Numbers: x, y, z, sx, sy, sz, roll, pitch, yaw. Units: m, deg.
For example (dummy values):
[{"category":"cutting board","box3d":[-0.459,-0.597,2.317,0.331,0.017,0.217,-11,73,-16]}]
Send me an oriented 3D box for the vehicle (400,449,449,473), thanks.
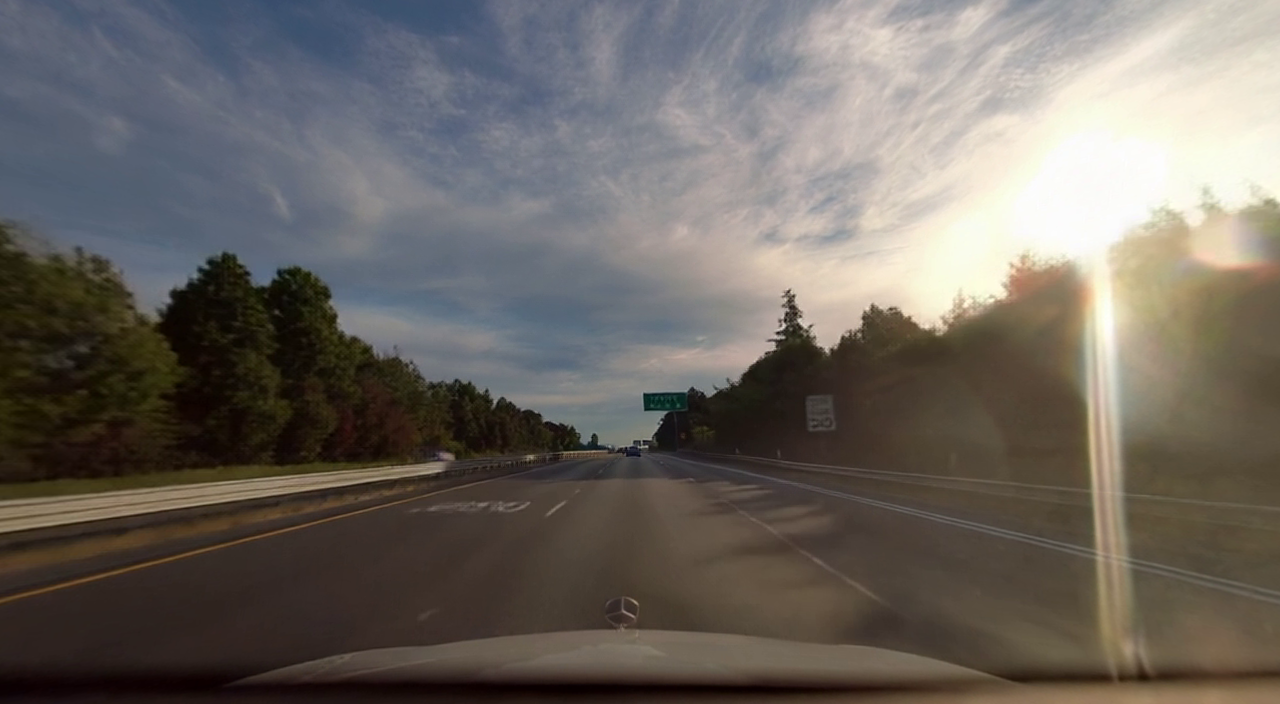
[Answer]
[{"category":"vehicle","box3d":[-14.374,7.285,42.207,1.857,1.483,4.282,0,-9,-2]}]
